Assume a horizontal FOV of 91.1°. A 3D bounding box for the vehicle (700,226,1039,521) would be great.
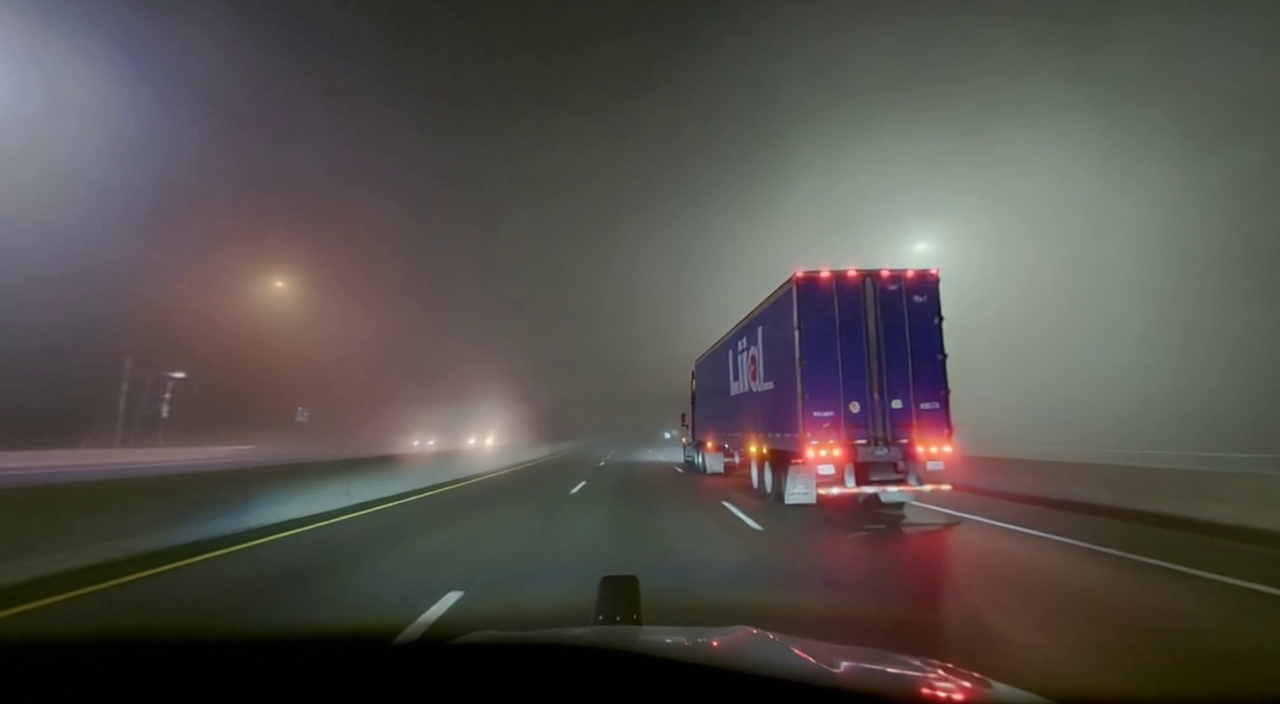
[{"bbox_3d":[3.889,1.222,16.216,3.034,4.194,14.704,0,-8,-1],"label":"vehicle"}]
